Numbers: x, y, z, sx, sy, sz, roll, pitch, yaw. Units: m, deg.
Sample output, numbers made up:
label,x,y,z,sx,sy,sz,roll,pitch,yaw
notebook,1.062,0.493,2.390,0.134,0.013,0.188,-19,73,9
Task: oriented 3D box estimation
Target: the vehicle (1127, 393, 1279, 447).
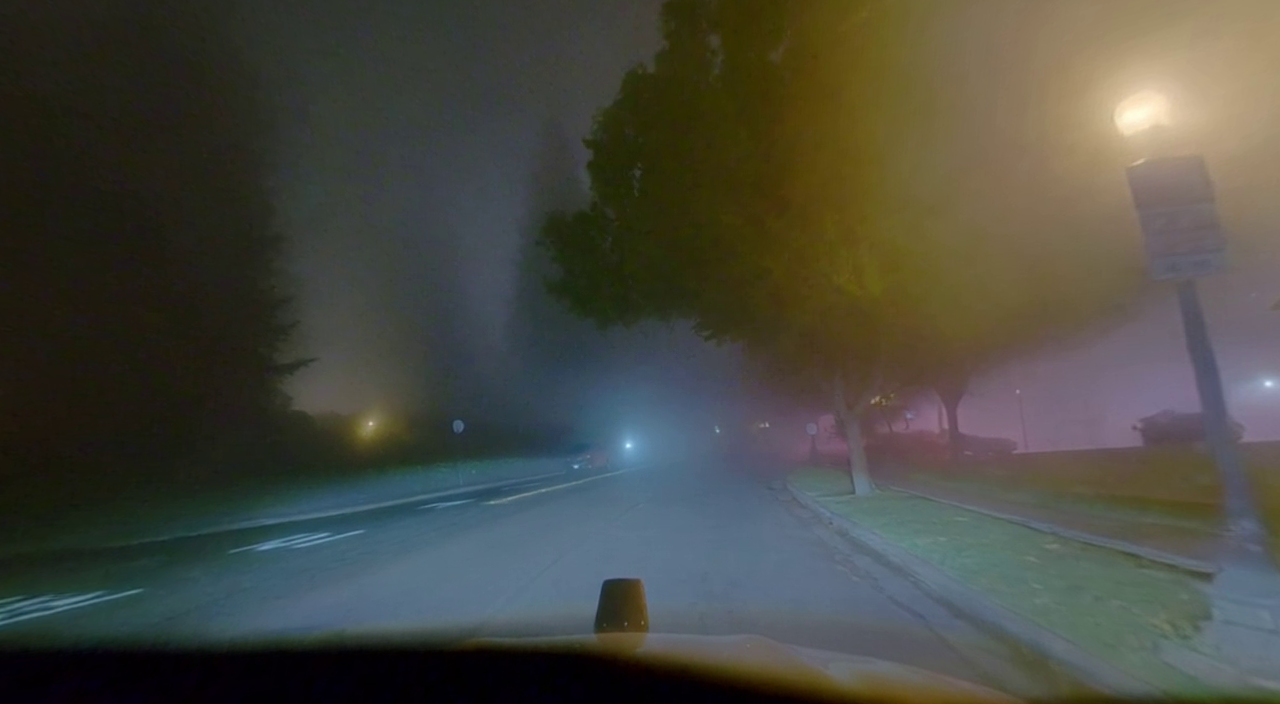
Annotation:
label,x,y,z,sx,sy,sz,roll,pitch,yaw
vehicle,18.958,2.408,21.556,1.806,1.481,4.671,-7,-10,14
